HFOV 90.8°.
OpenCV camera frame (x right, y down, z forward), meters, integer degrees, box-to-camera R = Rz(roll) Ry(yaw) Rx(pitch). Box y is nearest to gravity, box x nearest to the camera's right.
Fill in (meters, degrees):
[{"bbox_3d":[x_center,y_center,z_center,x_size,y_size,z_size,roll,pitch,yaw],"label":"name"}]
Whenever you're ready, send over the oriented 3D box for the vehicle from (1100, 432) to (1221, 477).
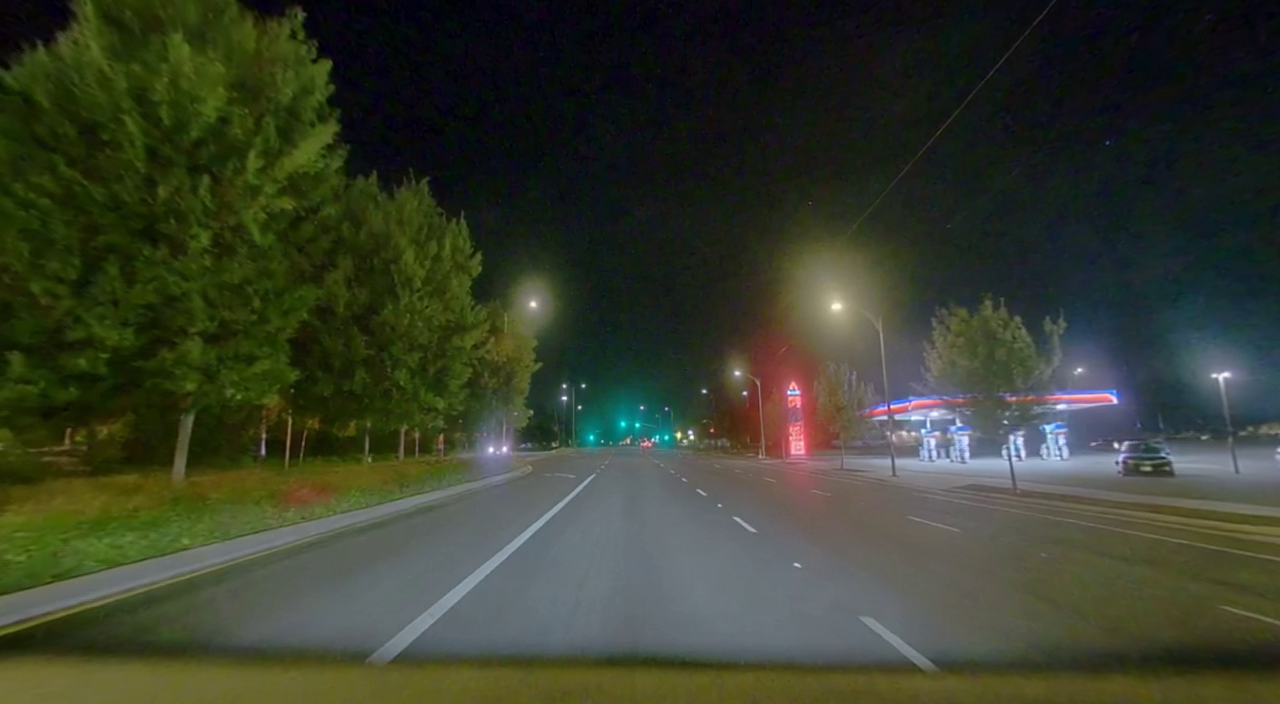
[{"bbox_3d":[21.460,4.230,26.130,3.442,1.599,1.613,-3,-10,-2],"label":"vehicle"}]
